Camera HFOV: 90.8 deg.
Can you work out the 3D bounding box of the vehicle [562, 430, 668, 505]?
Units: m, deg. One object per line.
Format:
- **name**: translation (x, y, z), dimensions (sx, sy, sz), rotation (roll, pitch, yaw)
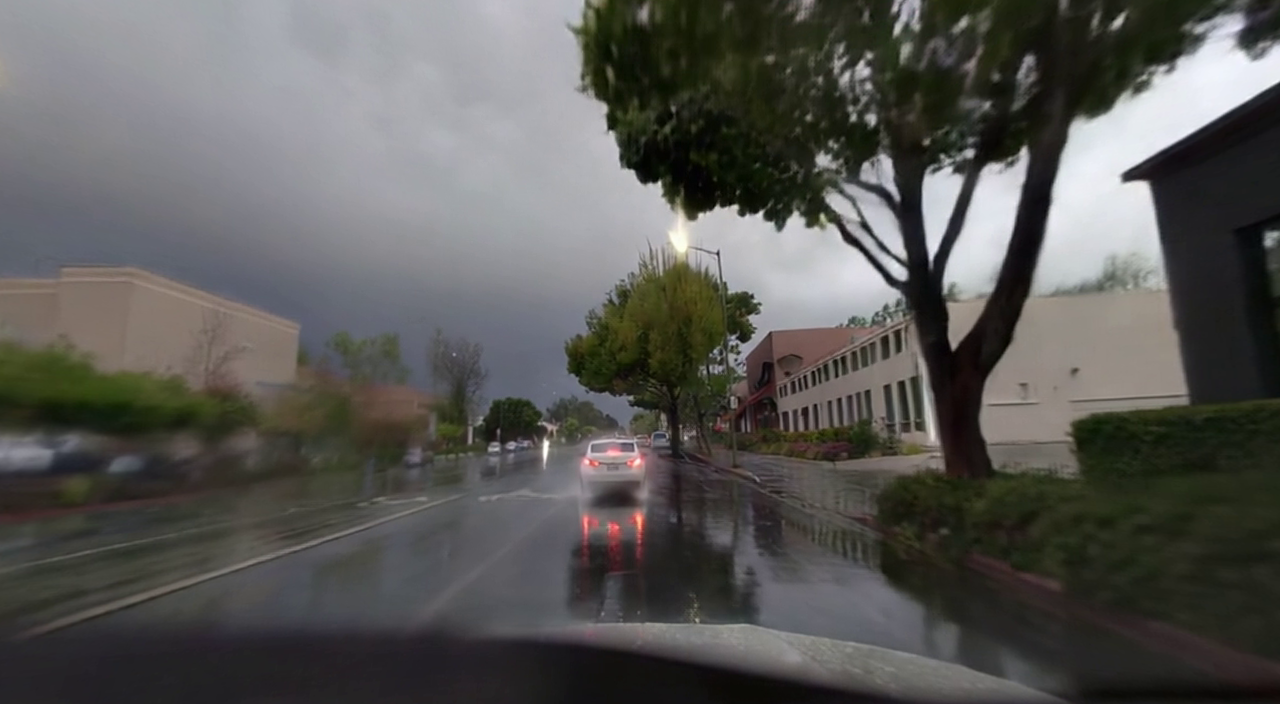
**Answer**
- **vehicle**: translation (-0.606, 2.651, 14.959), dimensions (2.116, 1.479, 4.358), rotation (0, -8, -3)
